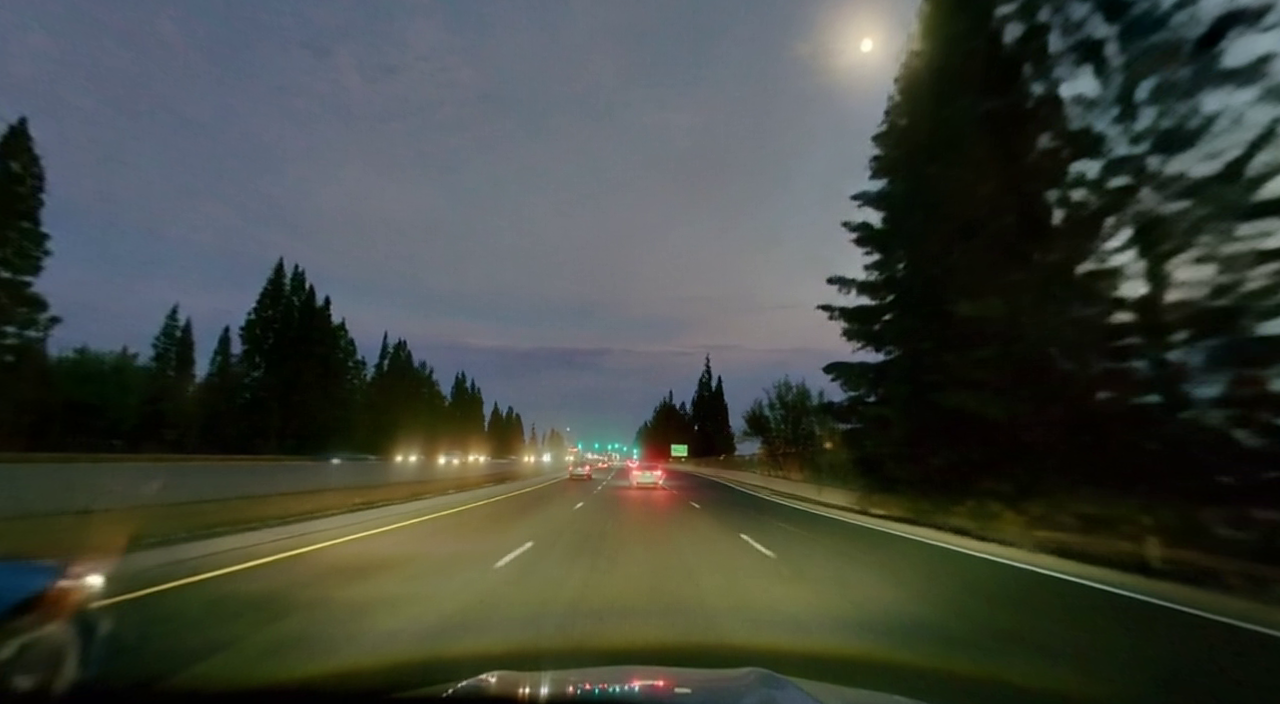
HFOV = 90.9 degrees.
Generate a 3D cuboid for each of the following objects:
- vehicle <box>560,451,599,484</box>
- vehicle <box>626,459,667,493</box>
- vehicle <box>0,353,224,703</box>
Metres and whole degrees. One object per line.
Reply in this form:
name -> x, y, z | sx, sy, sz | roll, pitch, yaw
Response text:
vehicle -> -4.168, 8.106, 44.306 | 2.237, 2.113, 4.815 | 1, -10, 0
vehicle -> 0.263, 6.167, 31.447 | 1.905, 1.559, 3.491 | 1, -10, -1
vehicle -> -3.628, 0.638, 1.353 | 2.176, 1.678, 4.724 | 1, -10, 0
